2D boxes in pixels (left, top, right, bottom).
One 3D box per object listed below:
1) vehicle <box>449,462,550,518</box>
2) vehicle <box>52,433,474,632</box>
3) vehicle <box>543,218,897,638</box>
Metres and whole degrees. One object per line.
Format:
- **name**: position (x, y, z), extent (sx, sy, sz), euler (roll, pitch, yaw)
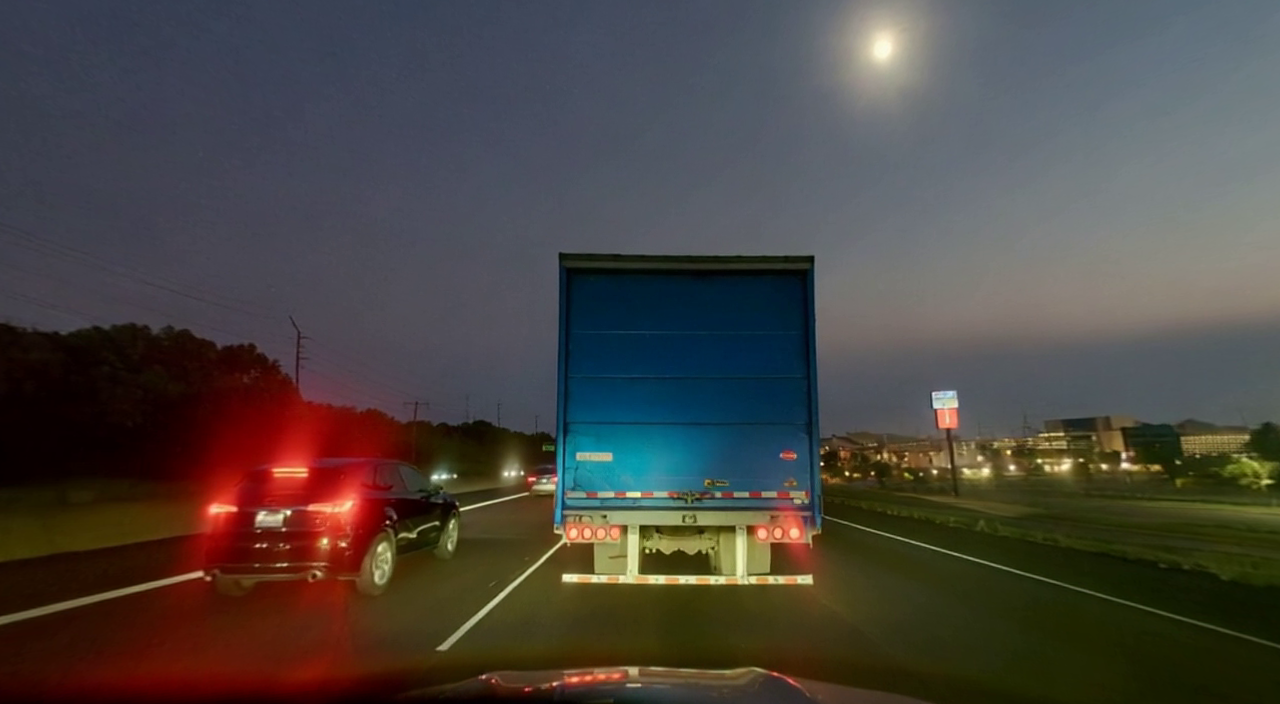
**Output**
- **vehicle**: position (-4.138, 4.150, 19.350), extent (1.891, 1.469, 4.431), euler (0, -11, 2)
- **vehicle**: position (-3.747, 1.934, 7.698), extent (1.983, 1.575, 4.973), euler (0, -11, 1)
- **vehicle**: position (0.764, 1.326, 9.635), extent (2.831, 3.529, 8.689), euler (0, -11, 2)
